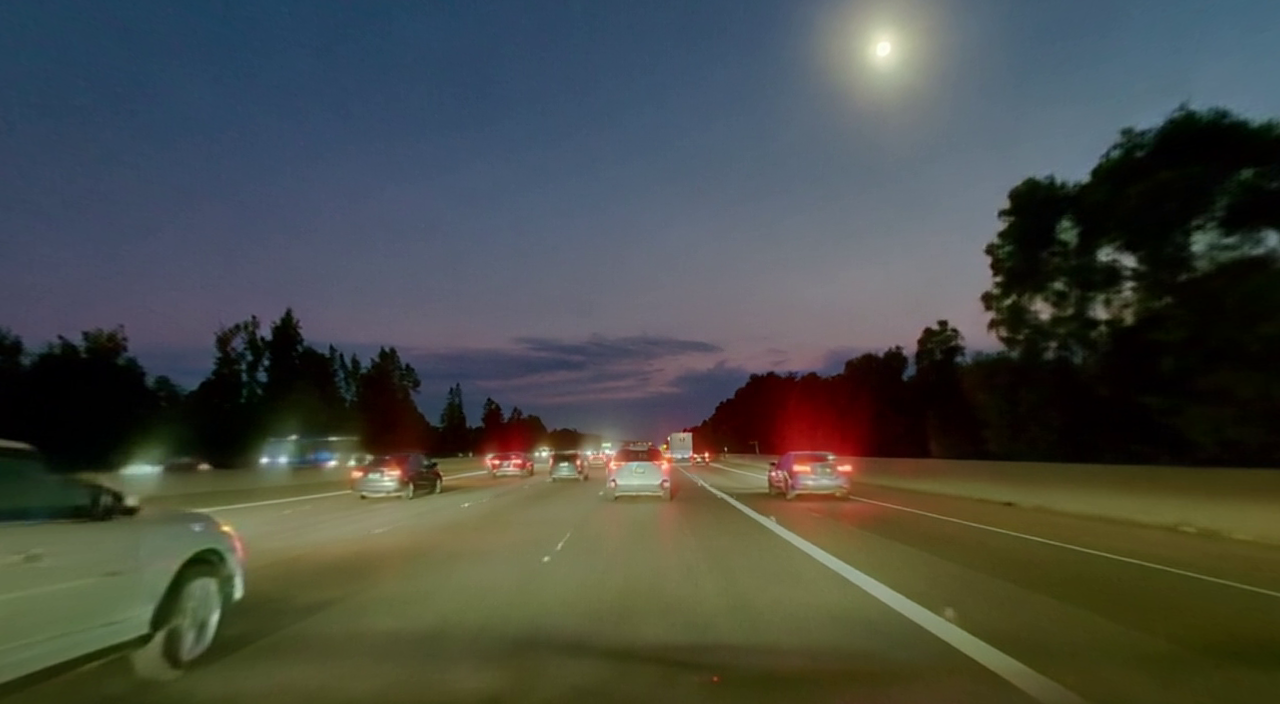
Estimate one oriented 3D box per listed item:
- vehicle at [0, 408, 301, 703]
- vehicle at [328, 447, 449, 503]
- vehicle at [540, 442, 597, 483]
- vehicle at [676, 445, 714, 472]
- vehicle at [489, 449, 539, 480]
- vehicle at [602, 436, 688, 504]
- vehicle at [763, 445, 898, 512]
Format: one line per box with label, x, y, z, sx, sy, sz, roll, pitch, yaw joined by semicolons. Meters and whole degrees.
vehicle;-3.570;0.972;2.455;2.011;1.498;4.341;0;-9;1
vehicle;-7.684;3.768;19.778;1.927;1.514;4.474;0;-9;1
vehicle;-3.354;5.274;30.341;2.142;1.808;4.266;0;-9;1
vehicle;3.905;7.635;45.463;2.175;1.830;5.173;0;-9;-1
vehicle;-7.071;6.358;35.836;1.931;1.617;4.060;0;-9;1
vehicle;0.160;3.371;18.432;2.223;1.722;4.177;0;-9;1
vehicle;4.687;3.157;16.325;2.006;1.474;4.669;0;-9;-1
